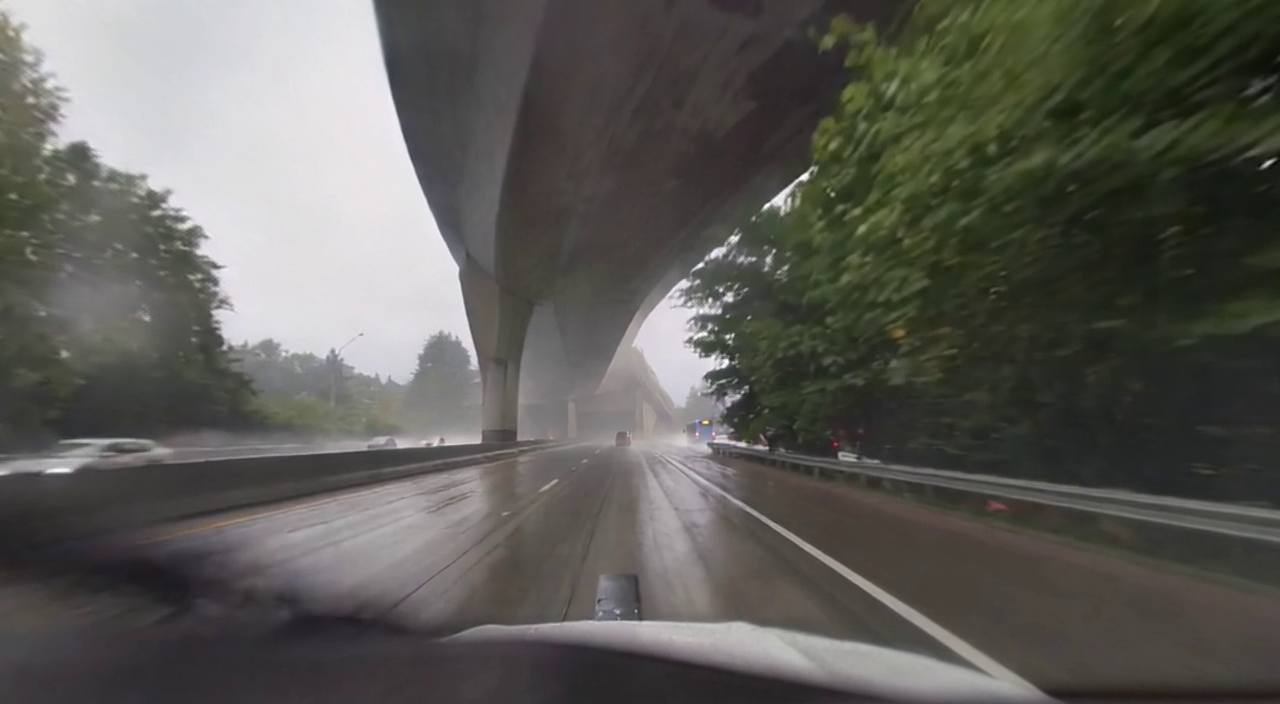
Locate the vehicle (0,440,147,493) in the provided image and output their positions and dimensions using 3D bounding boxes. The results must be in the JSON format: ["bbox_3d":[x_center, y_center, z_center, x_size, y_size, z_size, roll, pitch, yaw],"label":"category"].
[{"bbox_3d":[-17.055,3.375,18.895,1.625,1.401,3.489,0,-8,-1],"label":"vehicle"}]

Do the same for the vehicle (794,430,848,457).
[{"bbox_3d":[10.309,5.246,36.105,1.880,1.460,3.770,0,-8,-2],"label":"vehicle"}]
